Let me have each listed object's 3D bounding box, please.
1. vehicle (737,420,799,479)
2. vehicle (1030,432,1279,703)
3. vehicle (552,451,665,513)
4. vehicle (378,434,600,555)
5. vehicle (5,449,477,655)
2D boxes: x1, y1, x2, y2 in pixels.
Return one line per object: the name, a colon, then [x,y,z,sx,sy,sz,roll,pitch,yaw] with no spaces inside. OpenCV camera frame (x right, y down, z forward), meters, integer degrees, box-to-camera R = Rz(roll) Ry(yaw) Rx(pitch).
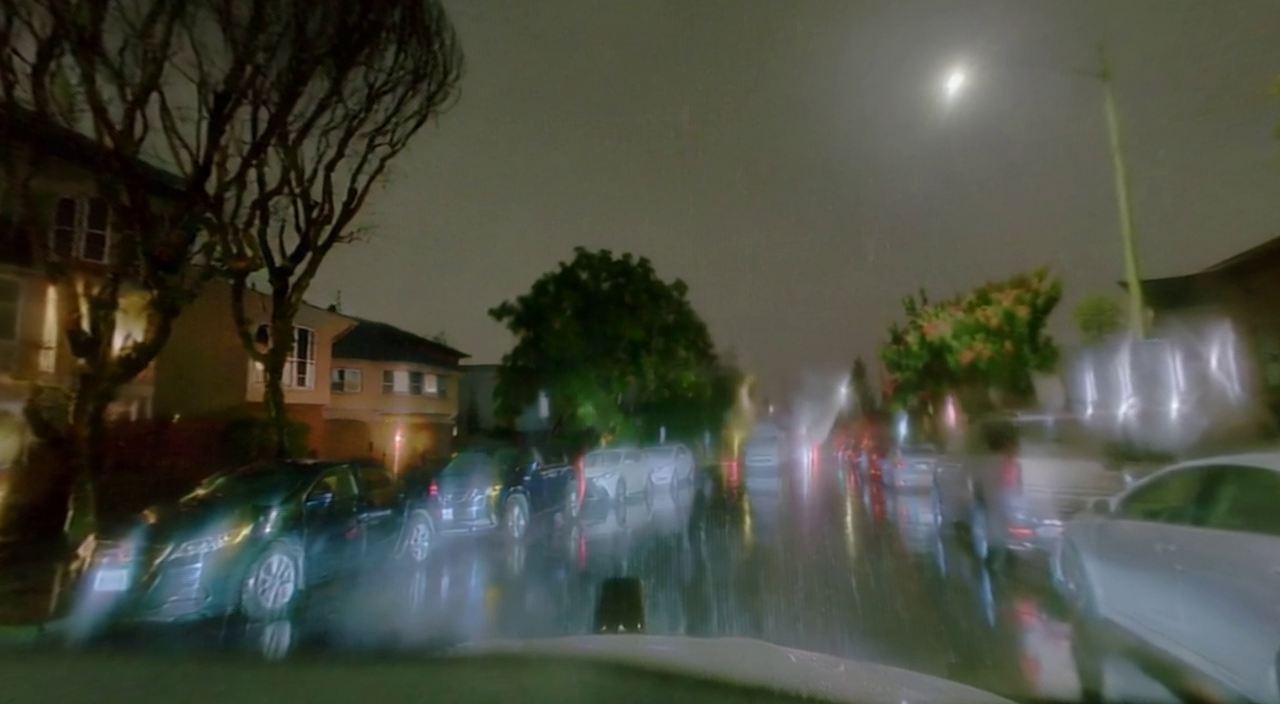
vehicle: [7.209,5.358,34.839,2.716,2.887,6.781,-2,-9,16]
vehicle: [4.105,1.180,3.422,1.992,1.456,4.610,-2,-9,14]
vehicle: [-0.740,3.648,18.310,1.861,1.474,4.749,-2,-9,15]
vehicle: [-2.549,2.557,12.322,2.203,1.815,4.972,-2,-9,12]
vehicle: [-3.784,1.875,7.187,1.855,1.510,4.406,-2,-9,13]
